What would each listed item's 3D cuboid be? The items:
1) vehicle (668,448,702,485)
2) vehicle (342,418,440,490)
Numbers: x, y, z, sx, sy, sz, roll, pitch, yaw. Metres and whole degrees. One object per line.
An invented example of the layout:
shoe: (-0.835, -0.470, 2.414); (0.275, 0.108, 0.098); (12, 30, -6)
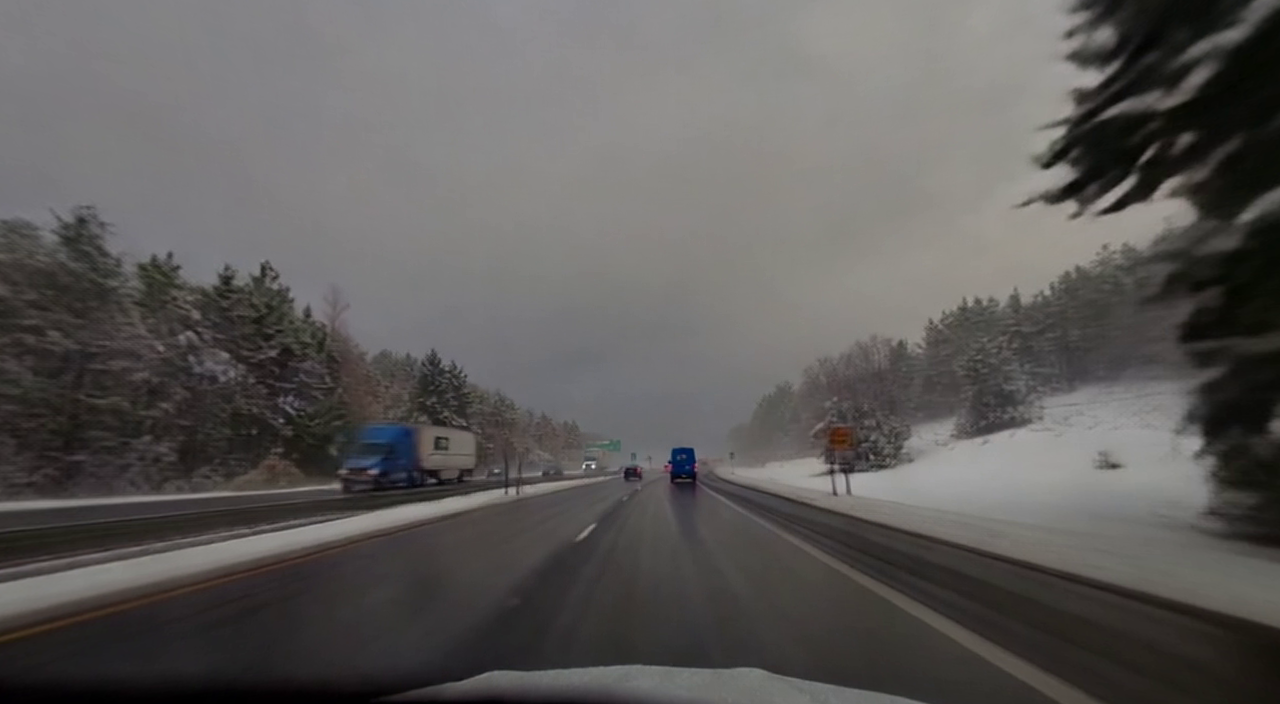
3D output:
vehicle: (3.302, 8.585, 47.137); (2.366, 2.595, 5.793); (0, -11, 3)
vehicle: (-14.673, 6.170, 37.767); (2.881, 3.885, 6.052); (0, -11, 4)
